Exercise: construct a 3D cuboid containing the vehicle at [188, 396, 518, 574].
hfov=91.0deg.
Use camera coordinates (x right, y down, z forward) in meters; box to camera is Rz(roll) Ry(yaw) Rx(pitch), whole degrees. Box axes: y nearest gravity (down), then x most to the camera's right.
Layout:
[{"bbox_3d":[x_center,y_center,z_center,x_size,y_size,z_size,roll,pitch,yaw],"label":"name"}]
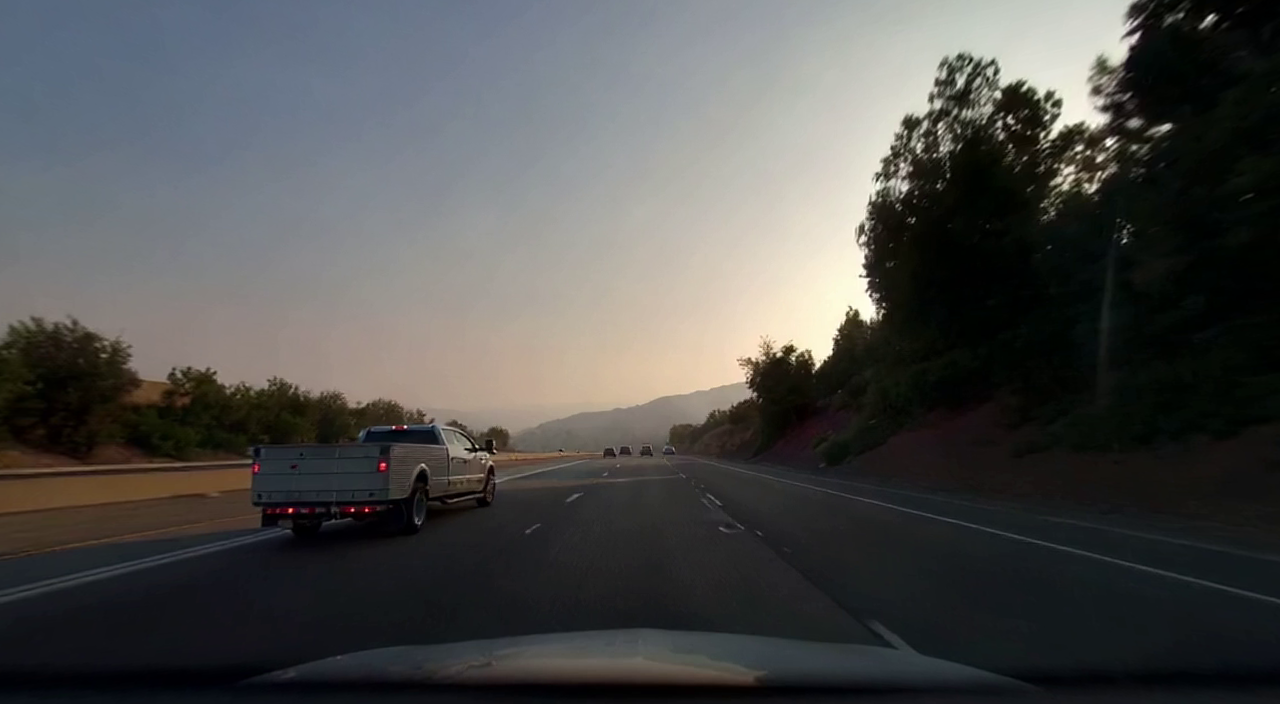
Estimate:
[{"bbox_3d":[-3.694,1.862,9.729,2.379,1.918,5.504,0,-8,1],"label":"vehicle"}]
